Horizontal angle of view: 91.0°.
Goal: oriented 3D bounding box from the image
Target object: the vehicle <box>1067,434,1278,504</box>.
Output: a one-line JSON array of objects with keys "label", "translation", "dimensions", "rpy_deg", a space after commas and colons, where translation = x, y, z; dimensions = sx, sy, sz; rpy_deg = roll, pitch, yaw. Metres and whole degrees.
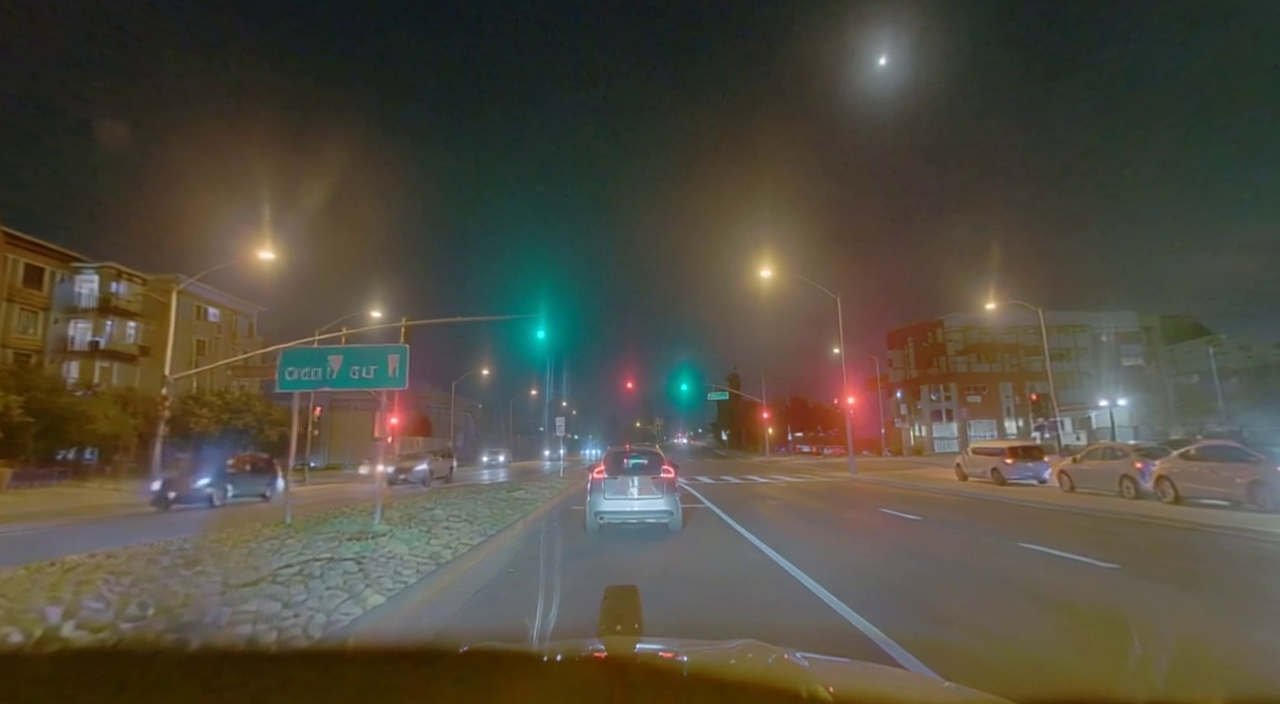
[{"label": "vehicle", "translation": [13.082, 2.884, 15.859], "dimensions": [1.859, 1.525, 3.948], "rpy_deg": [0, -9, 1]}]

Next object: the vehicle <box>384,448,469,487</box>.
[{"label": "vehicle", "translation": [-8.740, 4.740, 26.233], "dimensions": [1.994, 1.474, 4.411], "rpy_deg": [0, -9, 0]}]

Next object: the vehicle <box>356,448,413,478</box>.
[{"label": "vehicle", "translation": [-16.101, 7.022, 39.936], "dimensions": [1.936, 1.733, 4.087], "rpy_deg": [-1, -10, -1]}]

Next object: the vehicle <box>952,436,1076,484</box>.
[{"label": "vehicle", "translation": [13.072, 3.797, 22.310], "dimensions": [1.887, 1.504, 3.898], "rpy_deg": [0, -9, -2]}]

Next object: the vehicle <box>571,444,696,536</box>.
[{"label": "vehicle", "translation": [-0.188, 2.541, 12.221], "dimensions": [2.010, 1.447, 4.121], "rpy_deg": [0, -9, -3]}]

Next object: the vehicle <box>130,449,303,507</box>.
[{"label": "vehicle", "translation": [-12.292, 3.648, 18.718], "dimensions": [2.125, 1.495, 4.308], "rpy_deg": [0, -9, 0]}]
